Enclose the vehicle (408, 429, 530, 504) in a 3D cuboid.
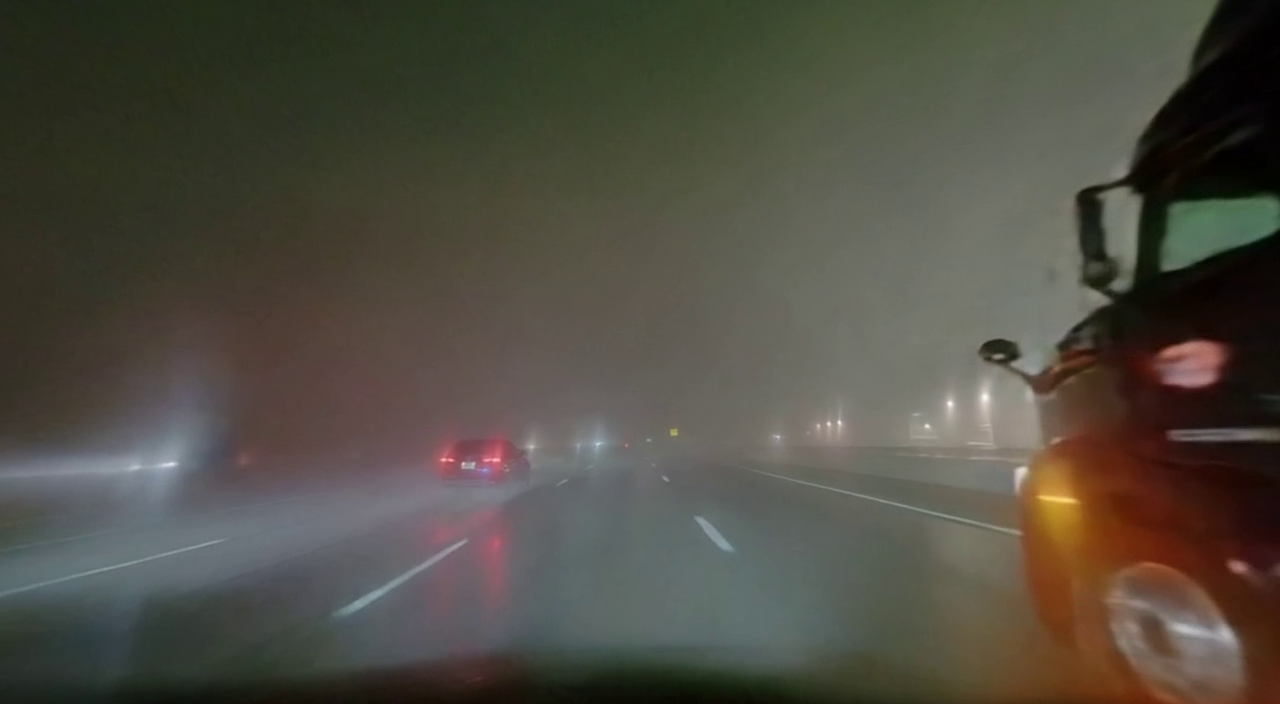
[{"bbox_3d":[-4.250,2.916,16.491,2.063,1.661,4.439,1,-8,-2],"label":"vehicle"}]
